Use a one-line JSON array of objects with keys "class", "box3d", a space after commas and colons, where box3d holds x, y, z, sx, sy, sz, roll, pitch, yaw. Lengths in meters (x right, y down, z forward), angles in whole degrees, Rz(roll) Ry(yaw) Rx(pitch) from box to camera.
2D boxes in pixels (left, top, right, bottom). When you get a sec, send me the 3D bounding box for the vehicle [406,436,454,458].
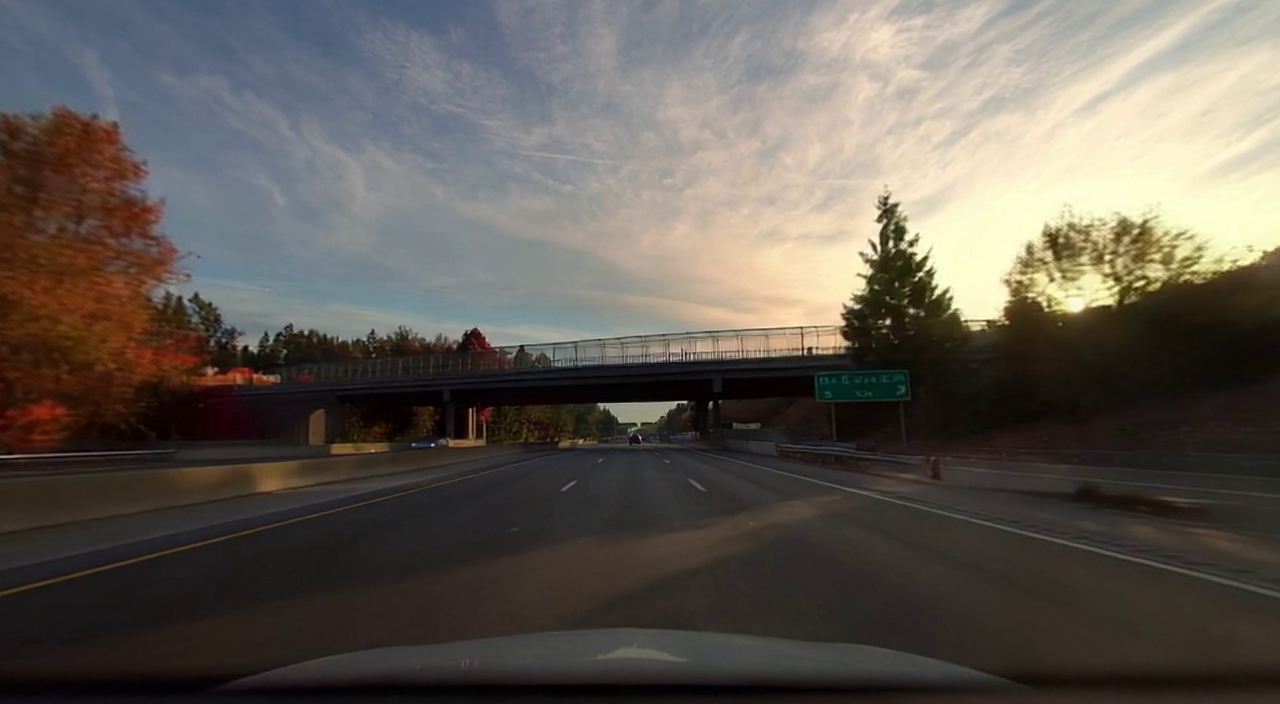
[{"class": "vehicle", "box3d": [-14.778, 6.685, 44.515, 1.875, 1.483, 4.517, 0, -8, -1]}]
